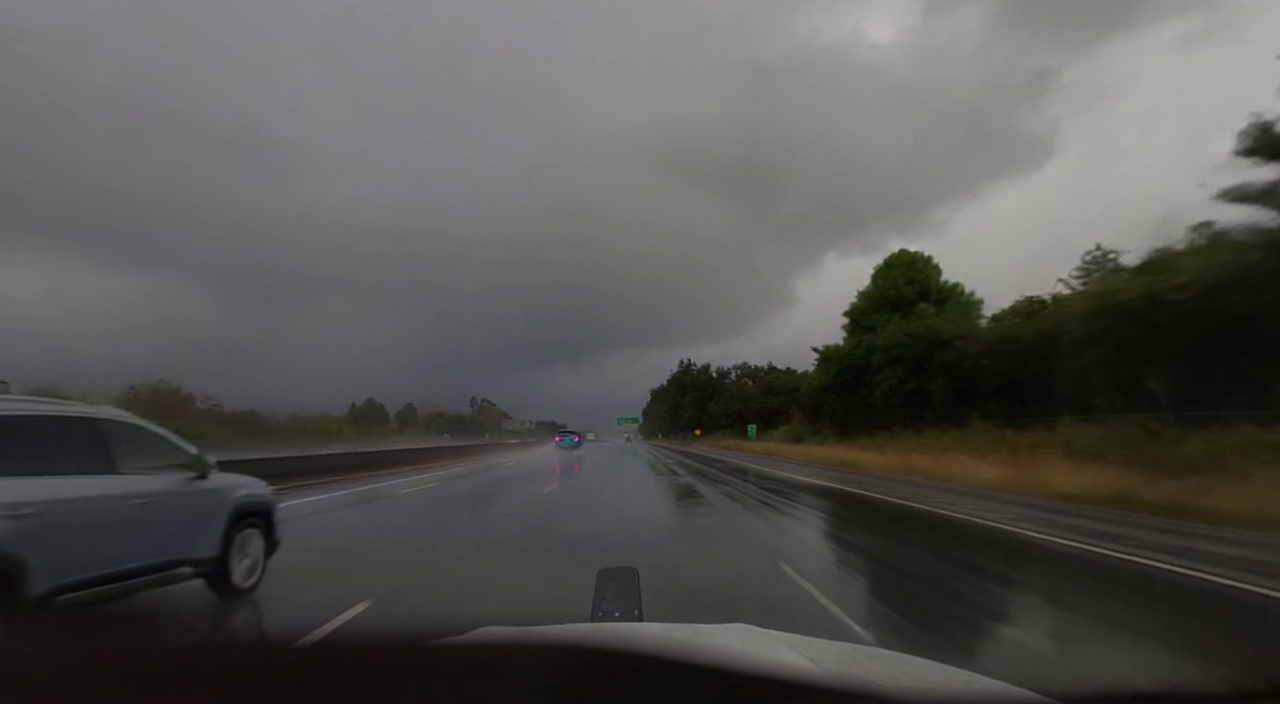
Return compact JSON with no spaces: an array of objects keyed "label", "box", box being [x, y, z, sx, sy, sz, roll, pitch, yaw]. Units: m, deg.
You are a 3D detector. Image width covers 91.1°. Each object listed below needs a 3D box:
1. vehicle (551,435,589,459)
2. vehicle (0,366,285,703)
[{"label":"vehicle","box":[-4.509,6.140,40.846,2.063,1.496,4.225,0,-8,-1]},{"label":"vehicle","box":[-4.137,0.920,3.177,2.070,1.647,4.577,0,-8,-1]}]
